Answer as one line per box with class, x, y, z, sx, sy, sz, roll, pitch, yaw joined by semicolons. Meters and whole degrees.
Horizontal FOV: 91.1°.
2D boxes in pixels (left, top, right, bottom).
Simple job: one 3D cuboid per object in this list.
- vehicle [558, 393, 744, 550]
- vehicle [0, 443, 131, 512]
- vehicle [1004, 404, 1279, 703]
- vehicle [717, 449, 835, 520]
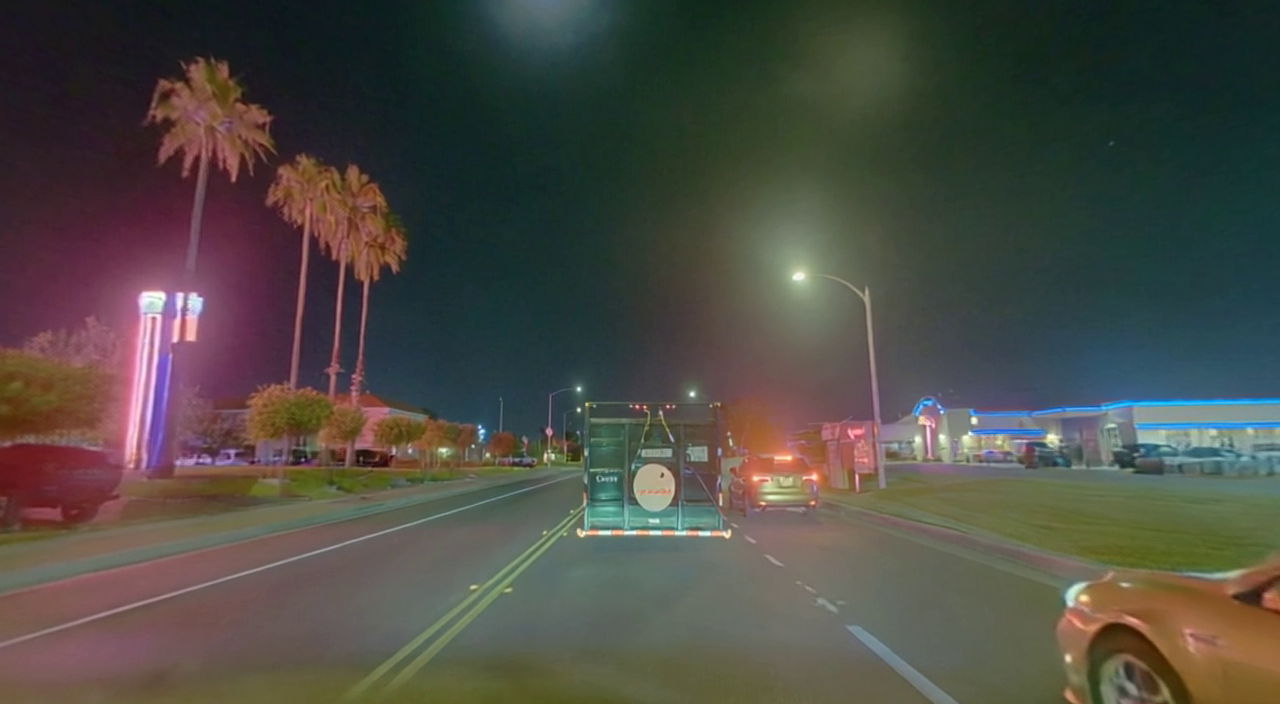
vehicle;0.187;2.246;12.579;2.728;2.305;6.506;0;-9;1
vehicle;-15.147;2.912;14.825;4.490;1.500;1.875;0;-9;-2
vehicle;2.997;0.755;0.746;2.171;1.520;4.853;0;-8;-1
vehicle;3.205;3.205;15.748;2.010;1.499;4.107;0;-9;0
